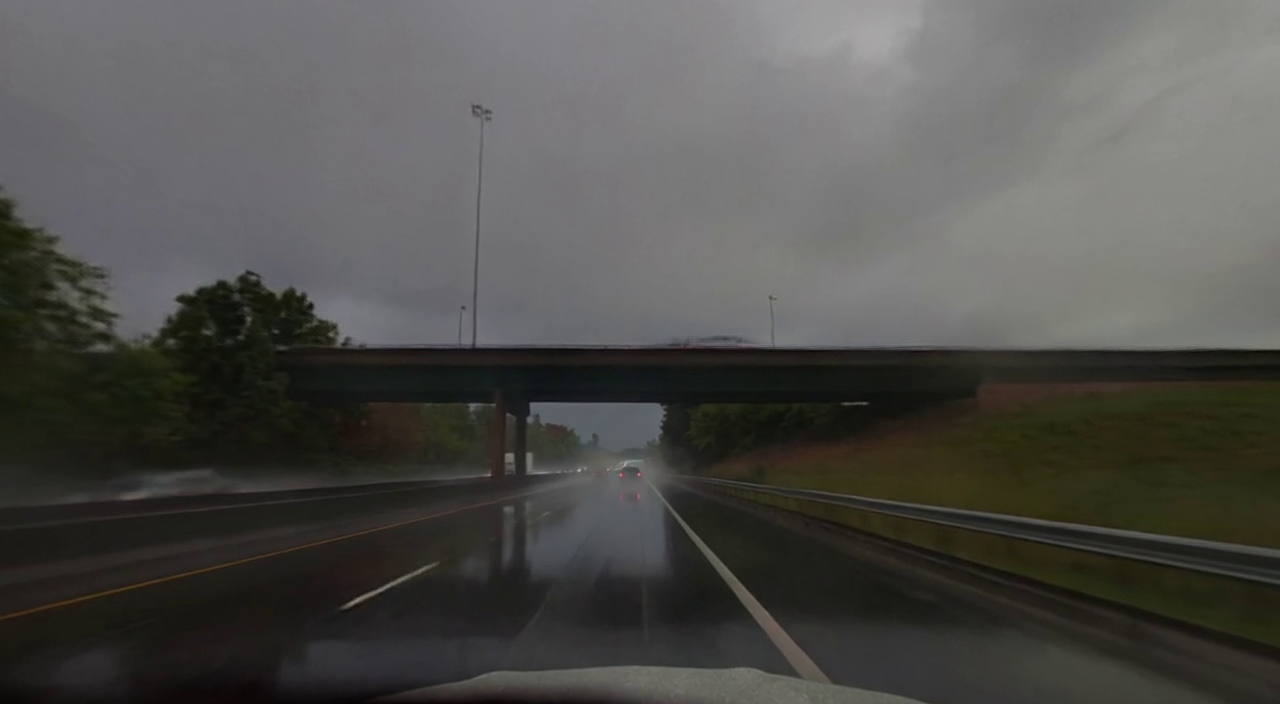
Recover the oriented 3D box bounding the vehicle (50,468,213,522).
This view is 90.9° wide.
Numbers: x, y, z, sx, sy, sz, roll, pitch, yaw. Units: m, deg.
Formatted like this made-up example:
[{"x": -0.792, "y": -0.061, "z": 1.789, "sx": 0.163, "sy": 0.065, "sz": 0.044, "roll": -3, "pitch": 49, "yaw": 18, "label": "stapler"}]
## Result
[{"x": -15.562, "y": 4.372, "z": 19.585, "sx": 1.833, "sy": 1.469, "sz": 3.648, "roll": 0, "pitch": -11, "yaw": 3, "label": "vehicle"}]
